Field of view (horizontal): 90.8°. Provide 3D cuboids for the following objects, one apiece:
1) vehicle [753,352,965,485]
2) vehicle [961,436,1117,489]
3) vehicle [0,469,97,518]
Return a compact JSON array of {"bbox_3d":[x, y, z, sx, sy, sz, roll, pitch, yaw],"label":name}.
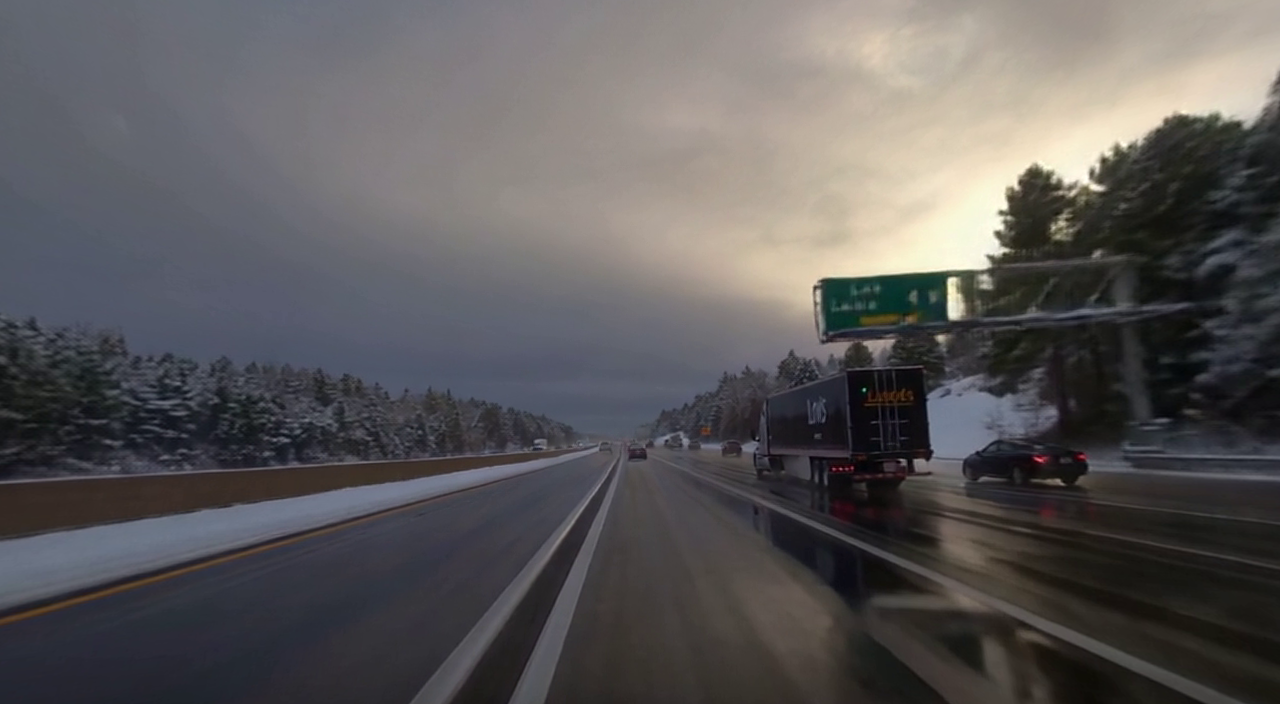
[{"bbox_3d":[8.225,3.267,27.798,2.892,4.128,16.495,0,-9,-2],"label":"vehicle"},{"bbox_3d":[12.240,3.397,19.802,1.862,1.462,4.459,0,-9,-2],"label":"vehicle"},{"bbox_3d":[-22.294,4.990,22.418,1.900,1.486,4.702,0,-9,-1],"label":"vehicle"}]
